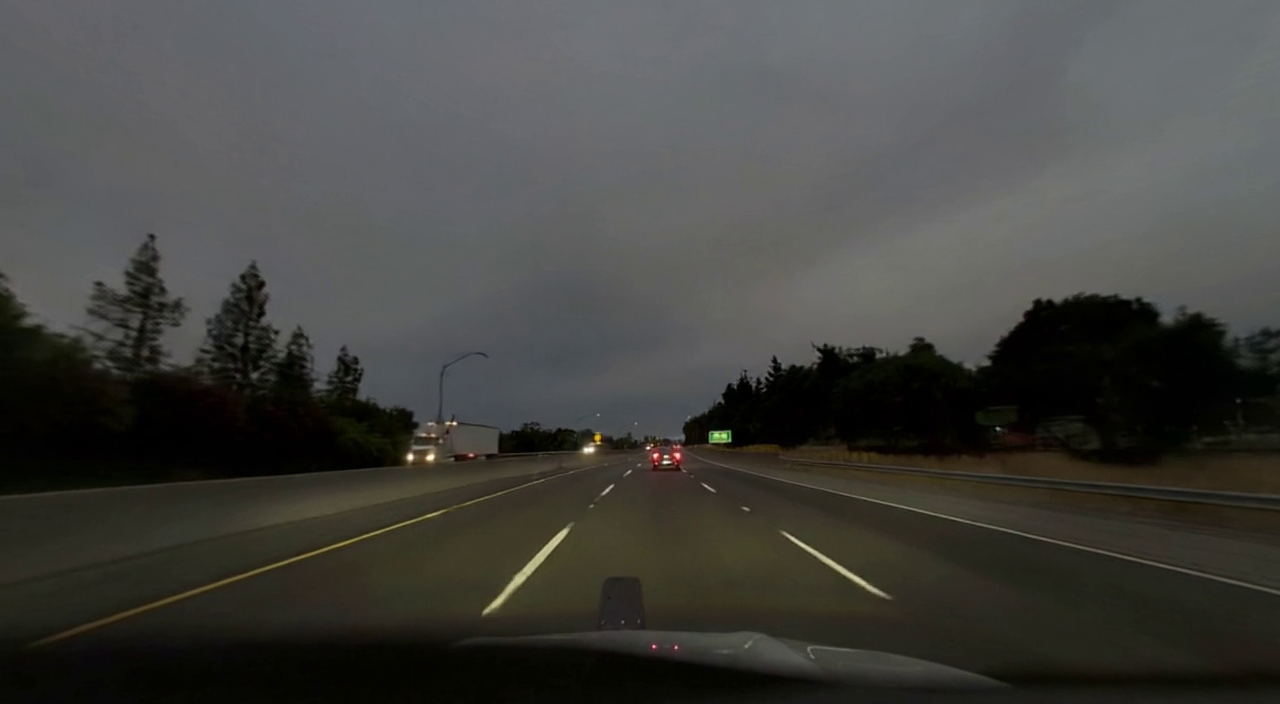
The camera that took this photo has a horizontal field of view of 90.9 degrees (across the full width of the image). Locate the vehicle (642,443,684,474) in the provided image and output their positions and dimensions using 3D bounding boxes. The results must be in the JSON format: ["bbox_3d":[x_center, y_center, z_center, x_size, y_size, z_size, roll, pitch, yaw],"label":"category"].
[{"bbox_3d":[1.265,6.125,36.489,2.231,1.652,4.503,0,-9,1],"label":"vehicle"}]
